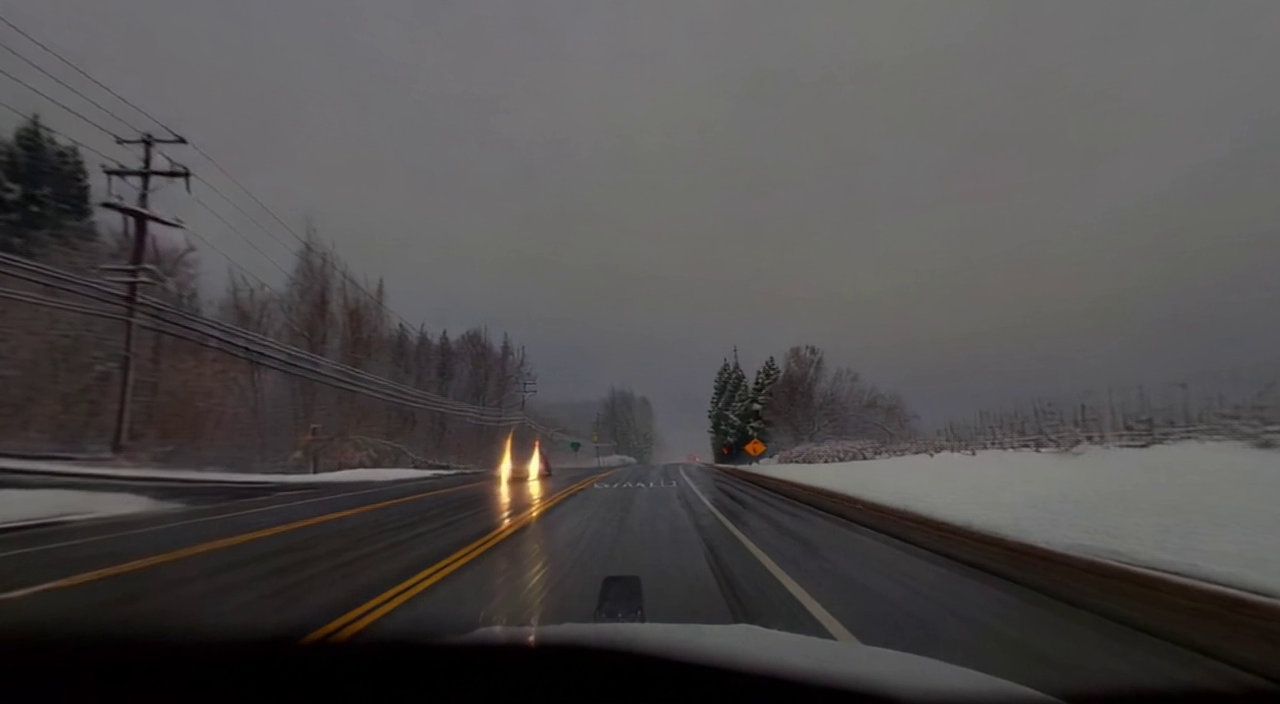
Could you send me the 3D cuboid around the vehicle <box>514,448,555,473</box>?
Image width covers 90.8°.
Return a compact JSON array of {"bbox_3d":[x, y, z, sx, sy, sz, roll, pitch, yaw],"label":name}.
[{"bbox_3d":[-7.298,7.525,44.106,2.056,1.677,4.282,0,-9,2],"label":"vehicle"}]
